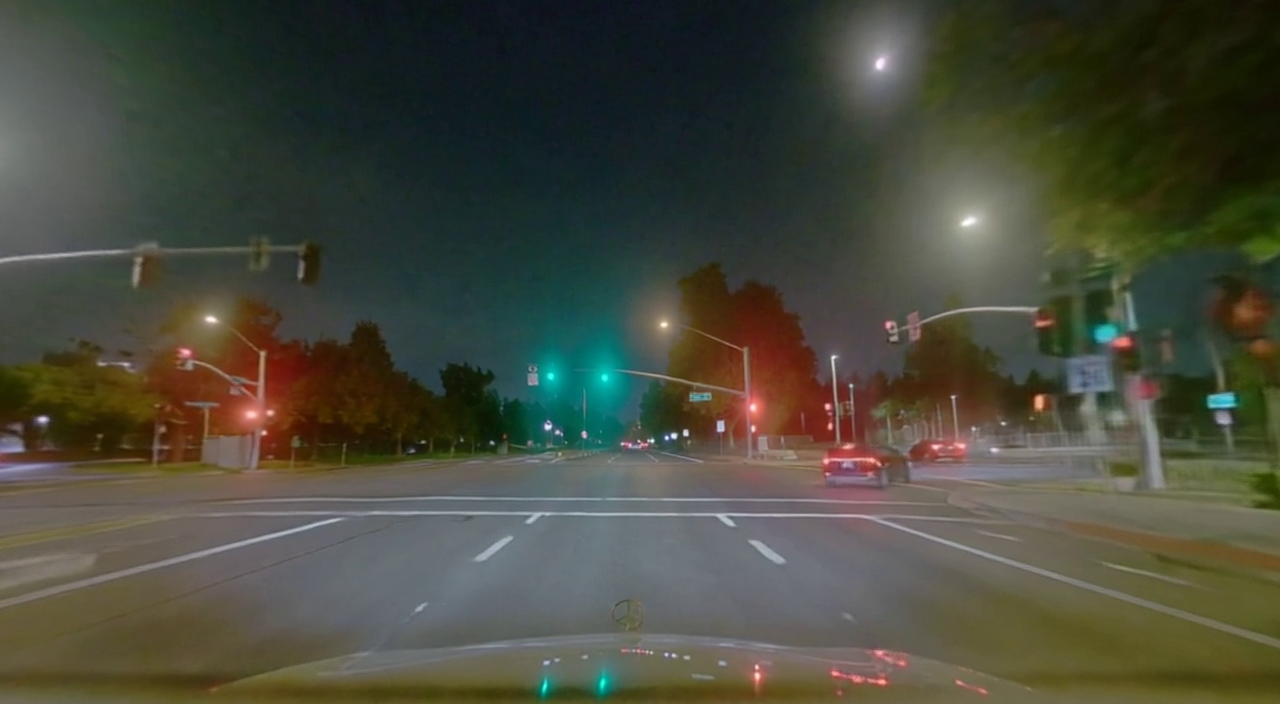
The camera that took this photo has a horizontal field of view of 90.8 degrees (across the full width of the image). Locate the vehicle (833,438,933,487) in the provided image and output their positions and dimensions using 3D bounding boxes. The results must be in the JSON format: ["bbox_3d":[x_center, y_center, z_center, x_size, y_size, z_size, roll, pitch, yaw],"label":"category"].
[{"bbox_3d":[8.979,4.033,23.052,2.289,1.503,4.595,-3,-11,36],"label":"vehicle"}]

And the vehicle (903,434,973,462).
[{"bbox_3d":[23.353,7.667,49.914,2.802,1.992,6.440,-2,-10,5],"label":"vehicle"}]
